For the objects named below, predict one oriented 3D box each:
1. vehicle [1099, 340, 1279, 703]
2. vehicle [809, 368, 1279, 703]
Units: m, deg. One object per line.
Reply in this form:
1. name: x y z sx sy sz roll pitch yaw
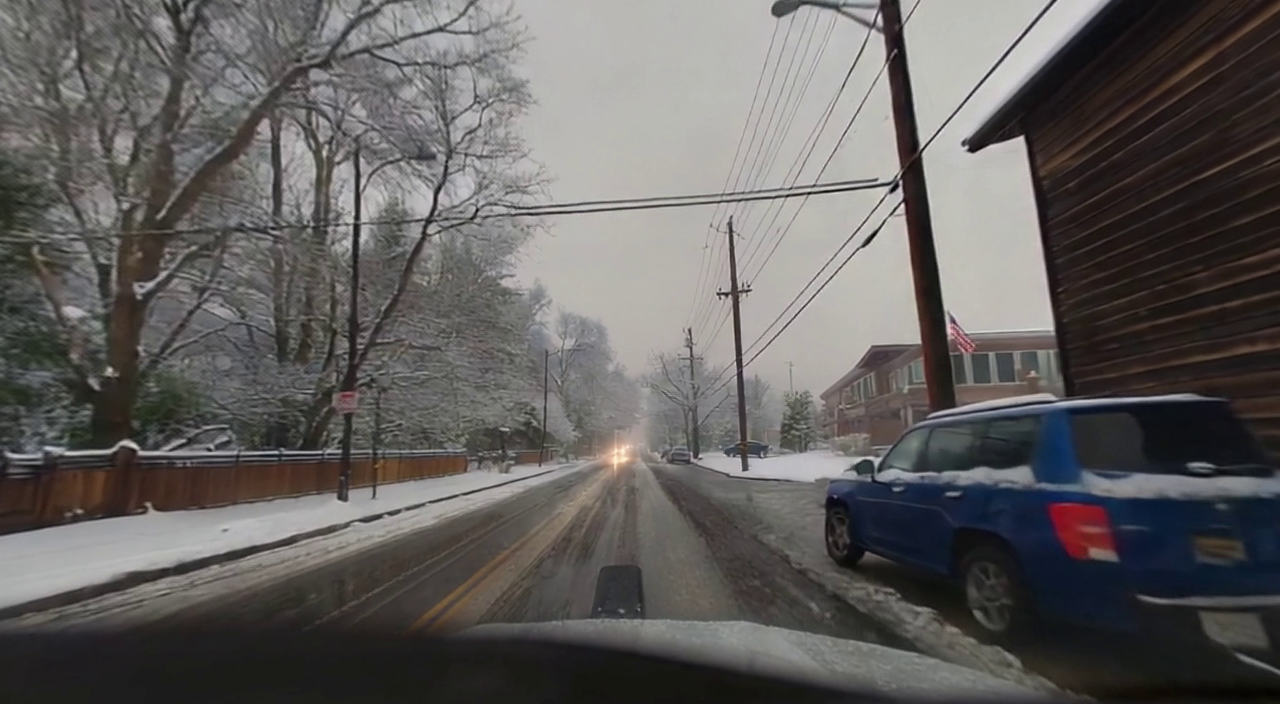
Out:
1. vehicle: 3.530 0.608 0.875 2.061 1.793 5.100 0 -9 2
2. vehicle: 3.371 1.325 5.796 2.203 1.787 4.704 0 -9 -2
